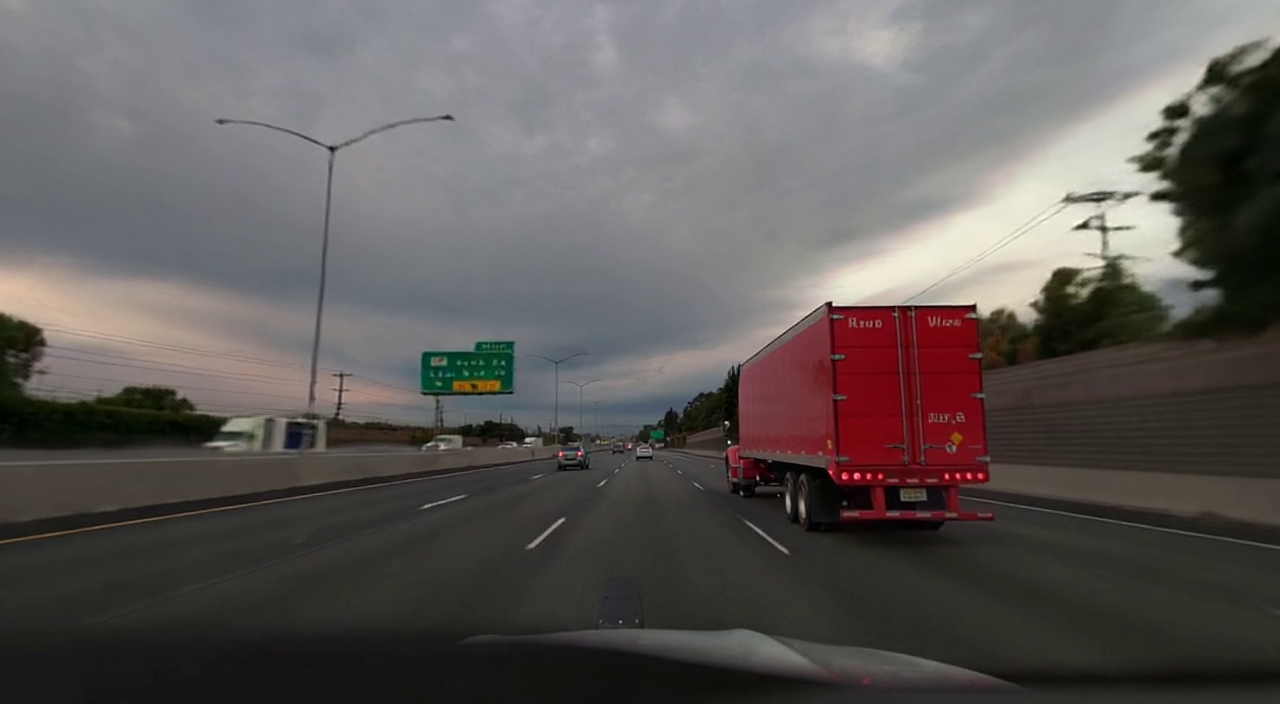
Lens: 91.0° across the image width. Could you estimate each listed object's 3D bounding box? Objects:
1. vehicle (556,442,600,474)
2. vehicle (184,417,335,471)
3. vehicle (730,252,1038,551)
[{"bbox_3d":[-3.409,5.881,35.184,2.000,1.658,4.155,0,-9,1],"label":"vehicle"},{"bbox_3d":[-24.467,6.081,41.570,3.003,3.073,10.773,0,-9,1],"label":"vehicle"},{"bbox_3d":[3.736,1.139,12.105,3.042,4.037,7.253,0,-9,1],"label":"vehicle"}]
